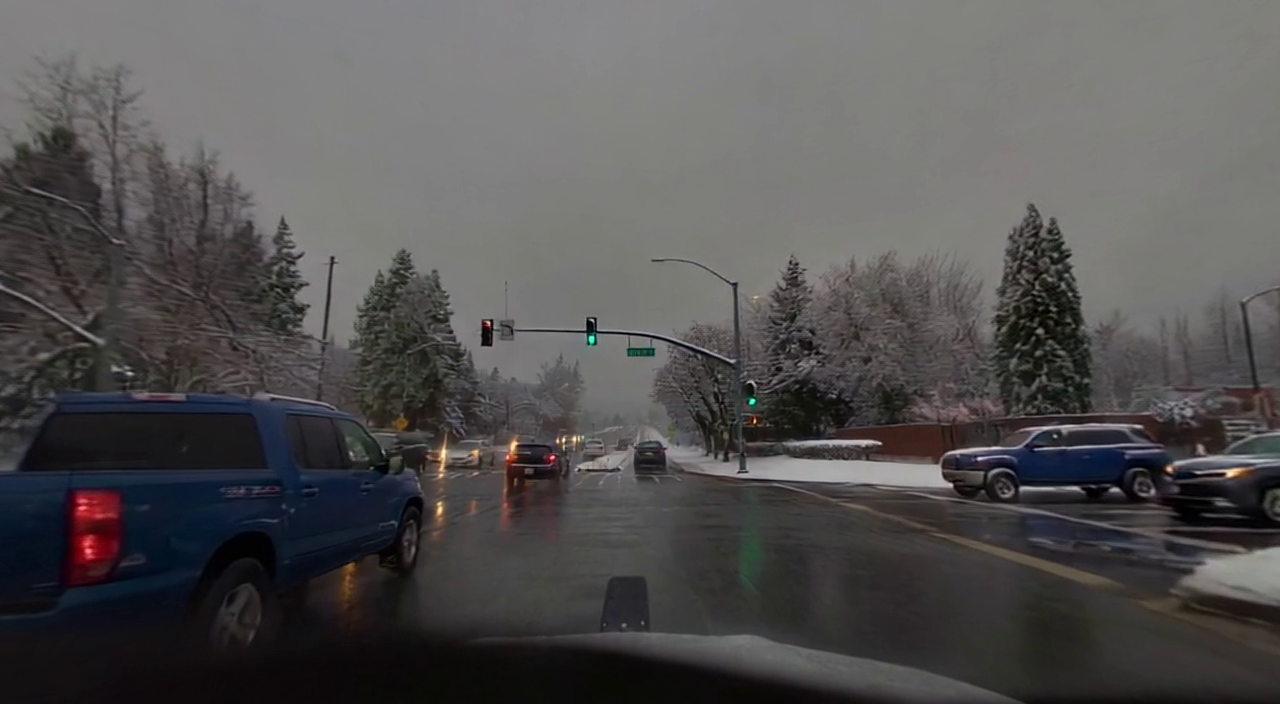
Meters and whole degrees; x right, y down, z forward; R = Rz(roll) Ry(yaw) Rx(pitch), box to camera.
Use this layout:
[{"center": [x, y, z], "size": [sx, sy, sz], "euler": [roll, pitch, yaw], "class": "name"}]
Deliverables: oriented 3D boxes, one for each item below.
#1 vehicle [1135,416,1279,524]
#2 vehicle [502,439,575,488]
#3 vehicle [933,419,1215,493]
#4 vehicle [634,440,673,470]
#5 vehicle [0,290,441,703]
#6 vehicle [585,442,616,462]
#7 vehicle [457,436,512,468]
[{"center": [11.710, 1.977, 10.871], "size": [4.431, 1.663, 2.148], "euler": [0, -8, 1], "class": "vehicle"}, {"center": [-3.410, 3.797, 21.740], "size": [1.960, 1.528, 3.490], "euler": [0, -8, -1], "class": "vehicle"}, {"center": [11.978, 2.911, 17.865], "size": [5.990, 1.899, 2.683], "euler": [0, -8, 0], "class": "vehicle"}, {"center": [0.750, 6.146, 37.647], "size": [2.163, 1.678, 3.846], "euler": [0, -8, 0], "class": "vehicle"}, {"center": [-3.082, 0.971, 3.805], "size": [2.190, 1.766, 4.649], "euler": [0, -8, 0], "class": "vehicle"}, {"center": [-3.025, 7.761, 48.994], "size": [2.013, 1.474, 4.393], "euler": [0, -8, 1], "class": "vehicle"}, {"center": [-9.456, 6.148, 38.863], "size": [2.064, 1.799, 5.191], "euler": [0, -8, 0], "class": "vehicle"}]
